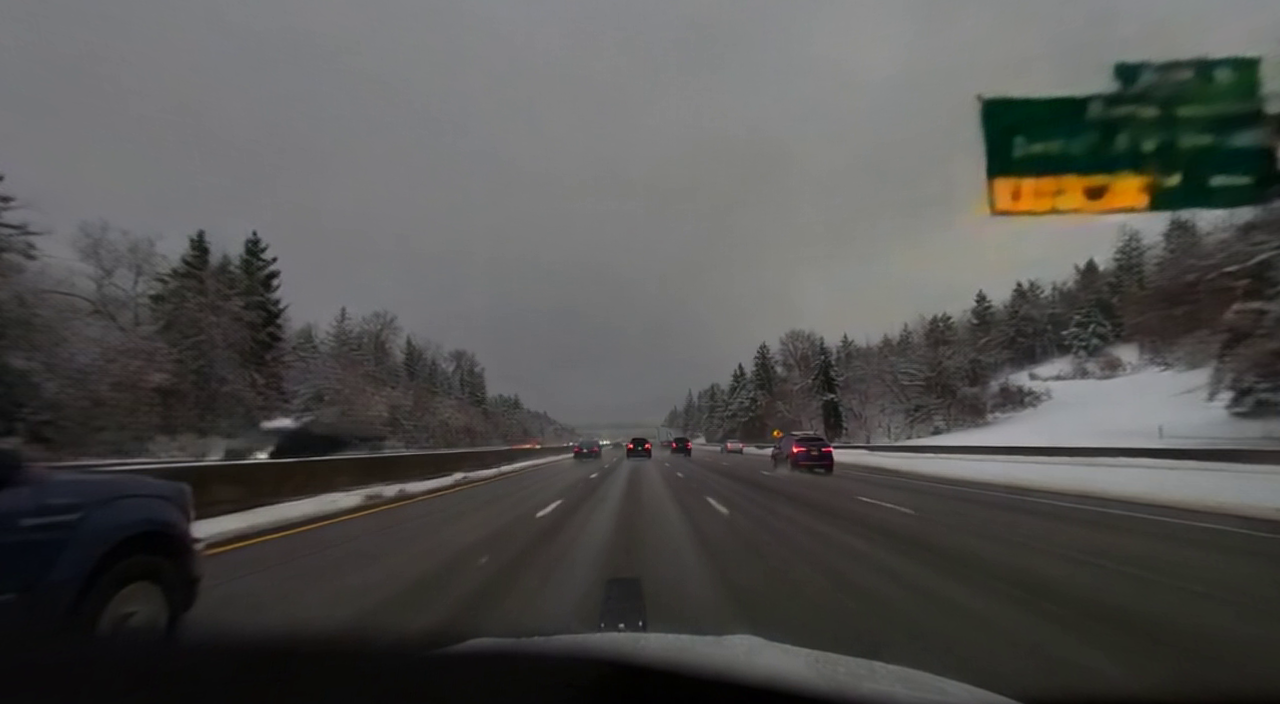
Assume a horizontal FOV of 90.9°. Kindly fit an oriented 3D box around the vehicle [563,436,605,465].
[{"bbox_3d":[-3.416,6.121,39.344,2.140,1.720,4.410,0,-8,1],"label":"vehicle"}]

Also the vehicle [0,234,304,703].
[{"bbox_3d":[-3.367,0.449,0.911,2.487,1.979,5.742,-1,-8,1],"label":"vehicle"}]

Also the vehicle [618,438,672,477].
[{"bbox_3d":[0.184,4.350,26.353,2.071,1.464,4.162,0,-8,0],"label":"vehicle"}]

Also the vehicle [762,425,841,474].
[{"bbox_3d":[7.024,4.309,28.020,2.094,1.916,5.099,0,-8,-1],"label":"vehicle"}]

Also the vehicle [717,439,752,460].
[{"bbox_3d":[7.081,7.344,47.583,1.894,1.511,4.148,0,-8,-1],"label":"vehicle"}]
